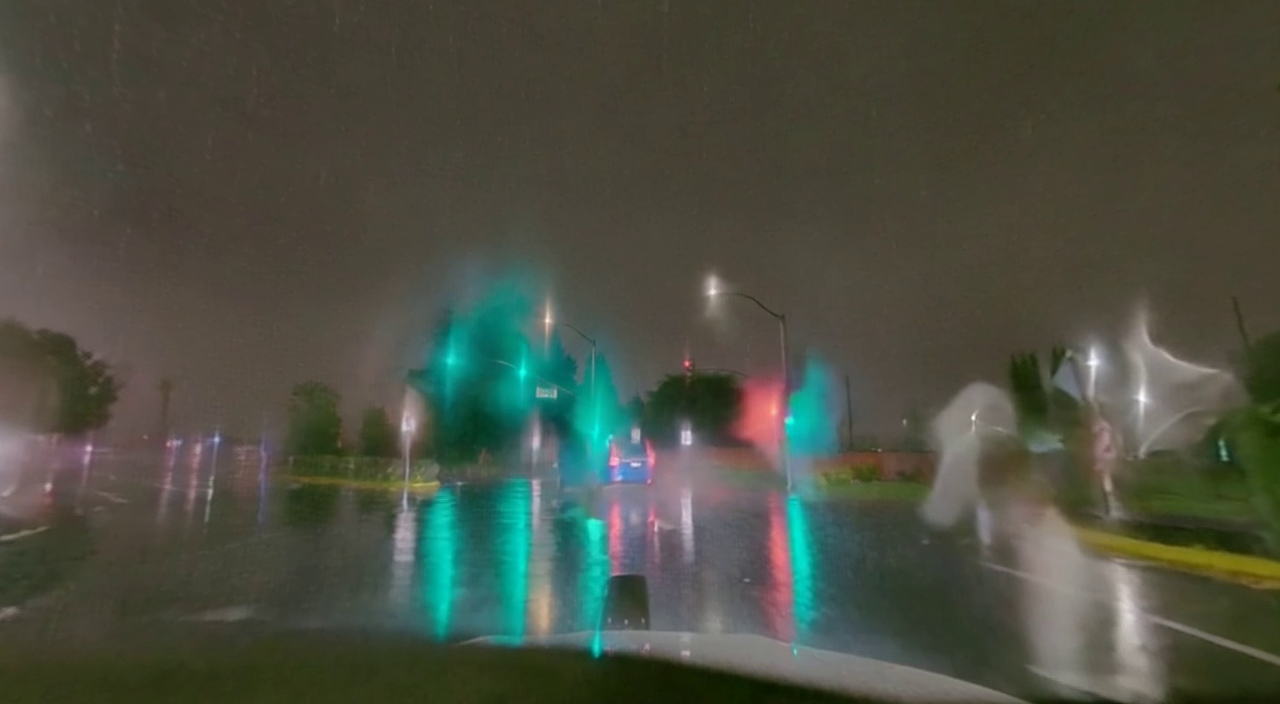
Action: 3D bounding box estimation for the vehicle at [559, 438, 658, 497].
[{"bbox_3d":[-1.258,3.982,22.054,2.284,1.788,4.871,3,-10,-17],"label":"vehicle"}]
